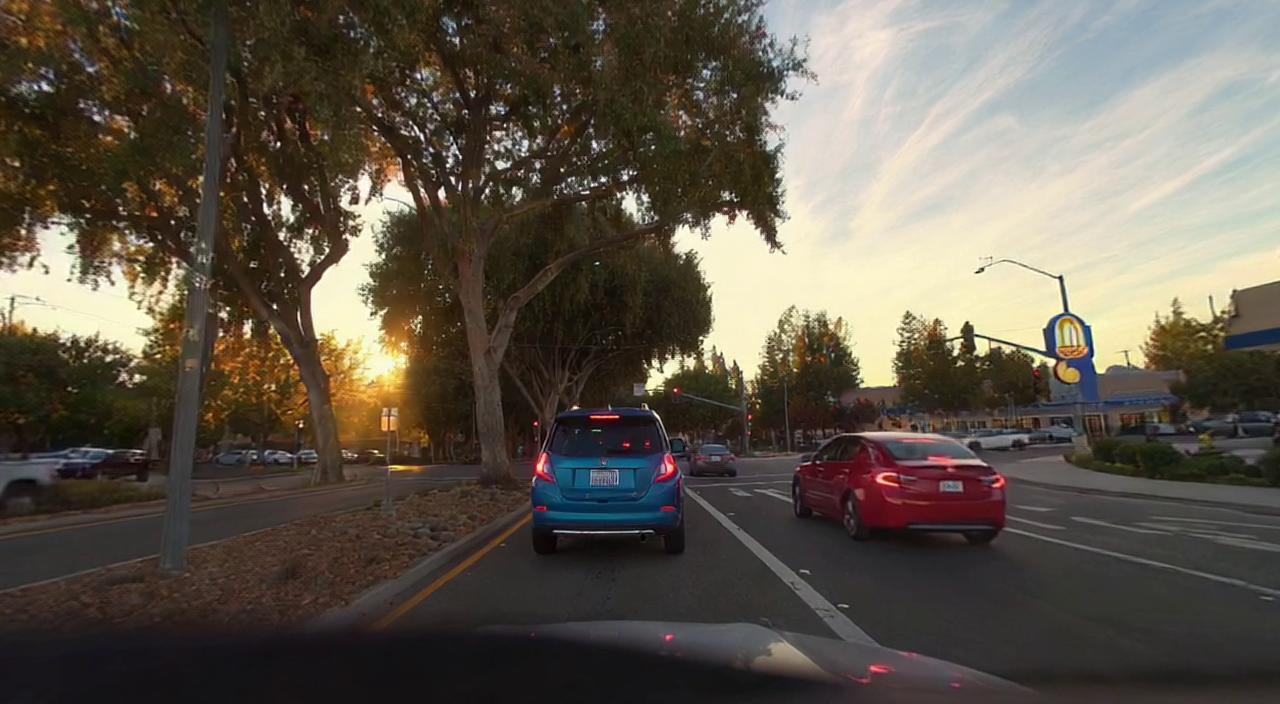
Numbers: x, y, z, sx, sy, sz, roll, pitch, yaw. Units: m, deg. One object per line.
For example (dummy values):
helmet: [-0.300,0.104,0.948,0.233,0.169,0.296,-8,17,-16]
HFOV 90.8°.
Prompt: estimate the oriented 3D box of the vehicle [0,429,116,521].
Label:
vehicle: [-12.798,2.260,11.609,2.108,1.683,4.861,0,-9,0]

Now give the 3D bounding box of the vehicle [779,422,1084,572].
vehicle: [3.579,1.879,9.065,2.098,1.555,4.778,0,-9,0]

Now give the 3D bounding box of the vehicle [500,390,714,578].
vehicle: [-0.302,1.643,8.613,2.096,1.837,4.687,0,-9,1]

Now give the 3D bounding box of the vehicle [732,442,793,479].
vehicle: [5.289,4.726,27.808,1.883,1.496,4.236,0,-9,1]
